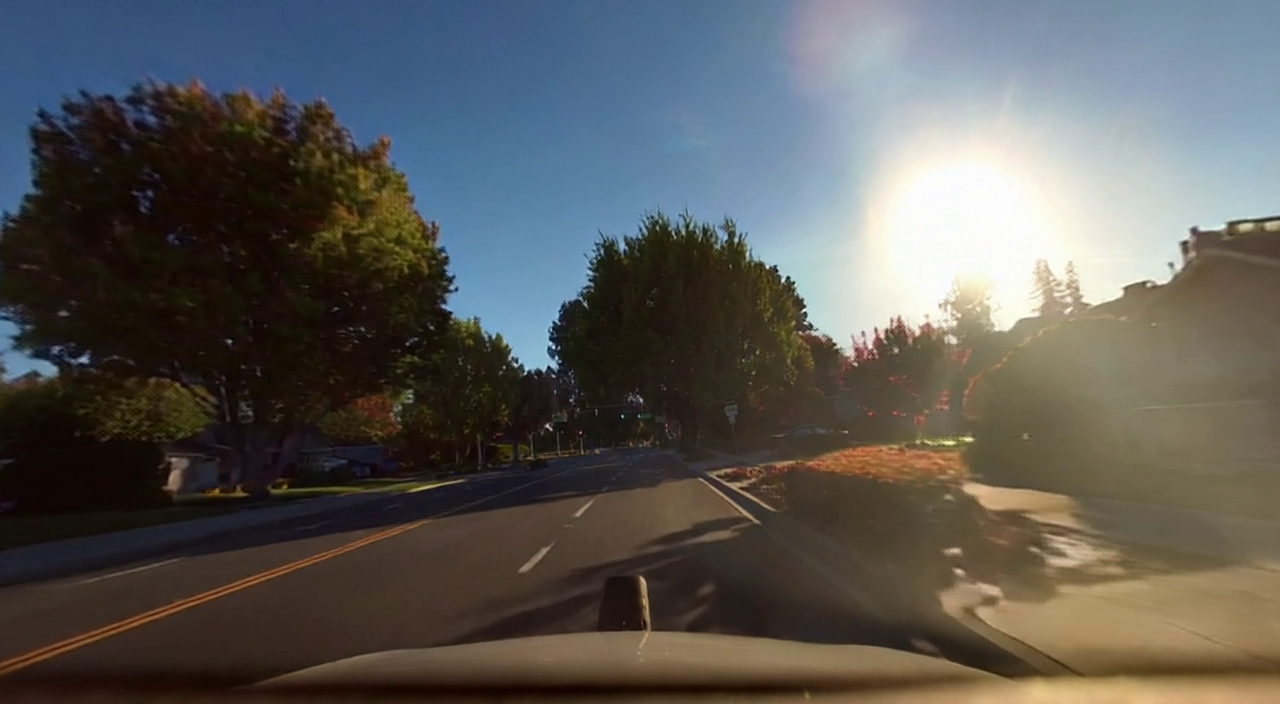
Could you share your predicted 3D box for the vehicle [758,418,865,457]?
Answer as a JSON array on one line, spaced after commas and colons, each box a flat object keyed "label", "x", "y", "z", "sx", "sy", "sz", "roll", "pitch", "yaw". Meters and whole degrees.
[{"label": "vehicle", "x": 8.378, "y": 4.195, "z": 30.753, "sx": 4.636, "sy": 1.823, "sz": 1.997, "roll": 3, "pitch": -9, "yaw": -18}]

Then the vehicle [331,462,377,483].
[{"label": "vehicle", "x": -22.219, "y": 9.354, "z": 48.861, "sx": 1.847, "sy": 1.461, "sz": 3.659, "roll": 0, "pitch": -9, "yaw": -1}]
